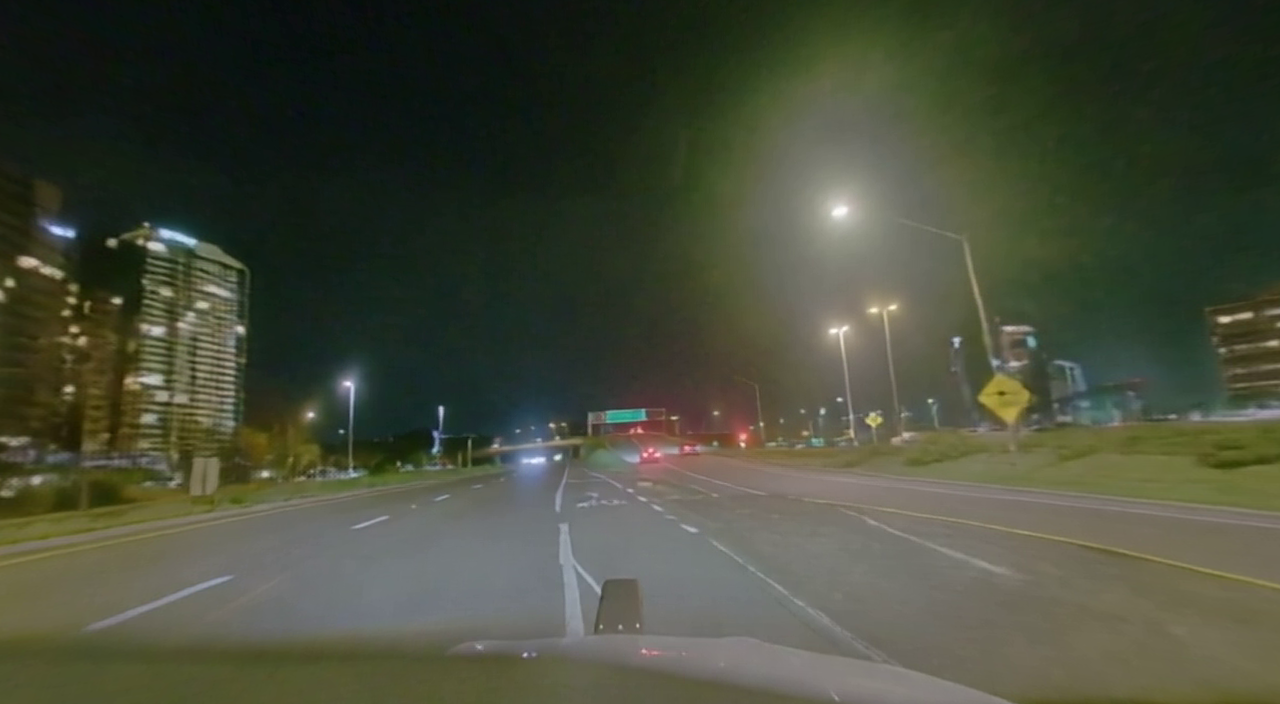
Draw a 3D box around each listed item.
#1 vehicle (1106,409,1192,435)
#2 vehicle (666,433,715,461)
[{"bbox_3d":[37.494,5.168,46.595,4.685,1.869,2.045,0,-8,-4],"label":"vehicle"},{"bbox_3d":[2.873,5.574,37.072,2.048,1.516,3.874,1,-8,-8],"label":"vehicle"}]
